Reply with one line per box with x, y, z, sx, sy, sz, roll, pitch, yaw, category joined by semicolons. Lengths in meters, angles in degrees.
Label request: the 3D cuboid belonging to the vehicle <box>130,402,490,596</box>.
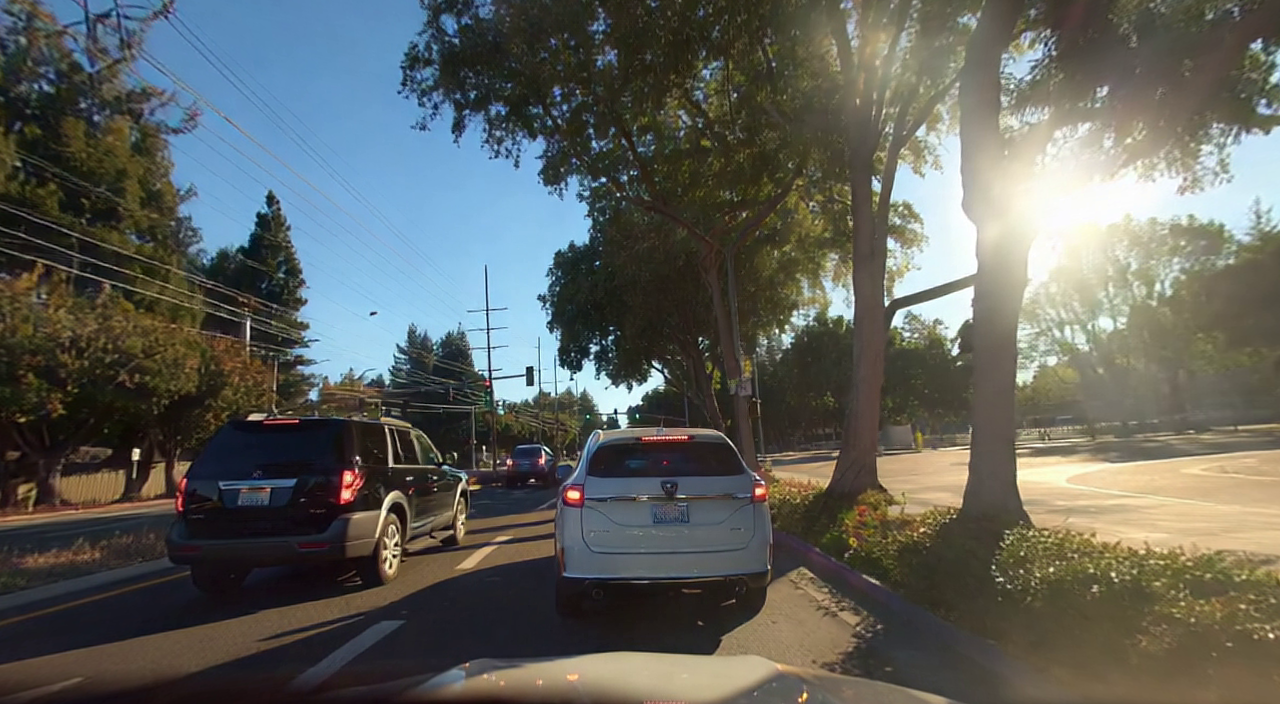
-3.473;1.636;7.874;2.105;1.706;4.337;0;-9;0;vehicle

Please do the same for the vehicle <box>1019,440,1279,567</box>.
8.388;2.161;9.928;1.993;1.508;4.521;0;-9;-1;vehicle

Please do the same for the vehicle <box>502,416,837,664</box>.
0.116;1.451;5.952;2.056;1.487;4.003;0;-9;-2;vehicle
